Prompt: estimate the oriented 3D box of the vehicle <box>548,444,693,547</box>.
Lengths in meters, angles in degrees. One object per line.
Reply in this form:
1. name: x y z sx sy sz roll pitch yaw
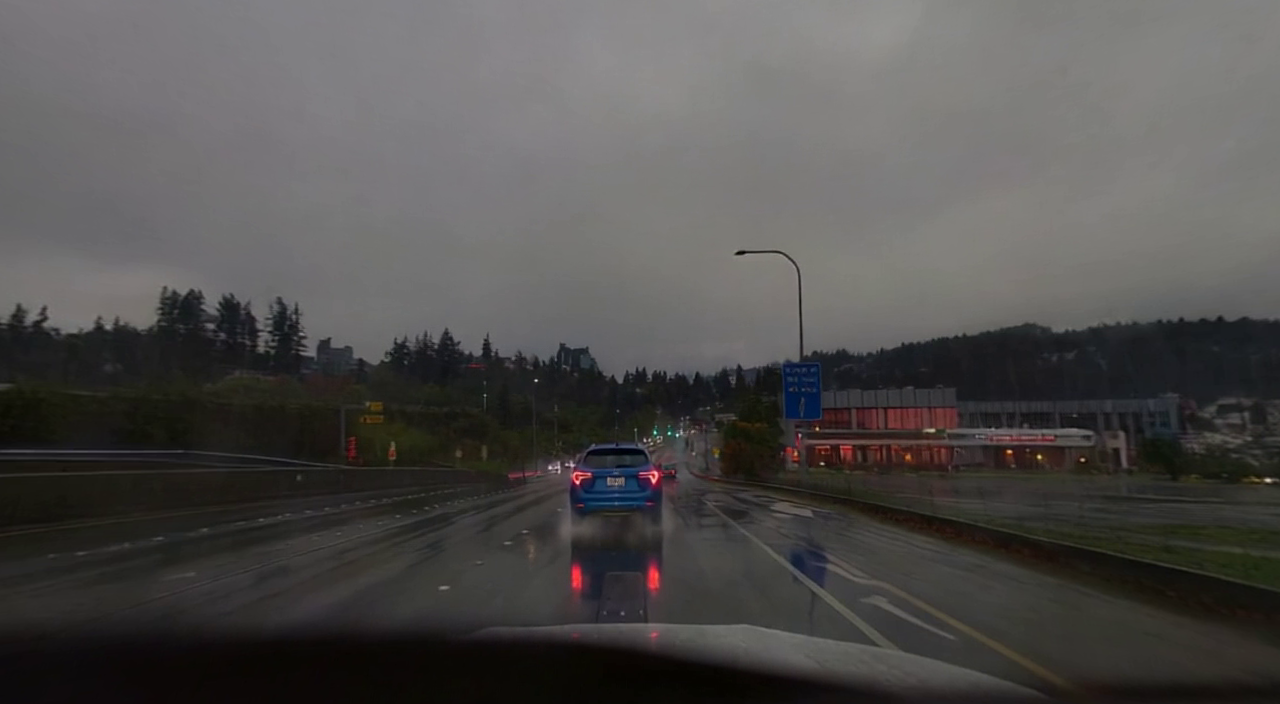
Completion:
1. vehicle: -0.289 2.350 10.986 2.063 1.442 3.933 0 -9 0
